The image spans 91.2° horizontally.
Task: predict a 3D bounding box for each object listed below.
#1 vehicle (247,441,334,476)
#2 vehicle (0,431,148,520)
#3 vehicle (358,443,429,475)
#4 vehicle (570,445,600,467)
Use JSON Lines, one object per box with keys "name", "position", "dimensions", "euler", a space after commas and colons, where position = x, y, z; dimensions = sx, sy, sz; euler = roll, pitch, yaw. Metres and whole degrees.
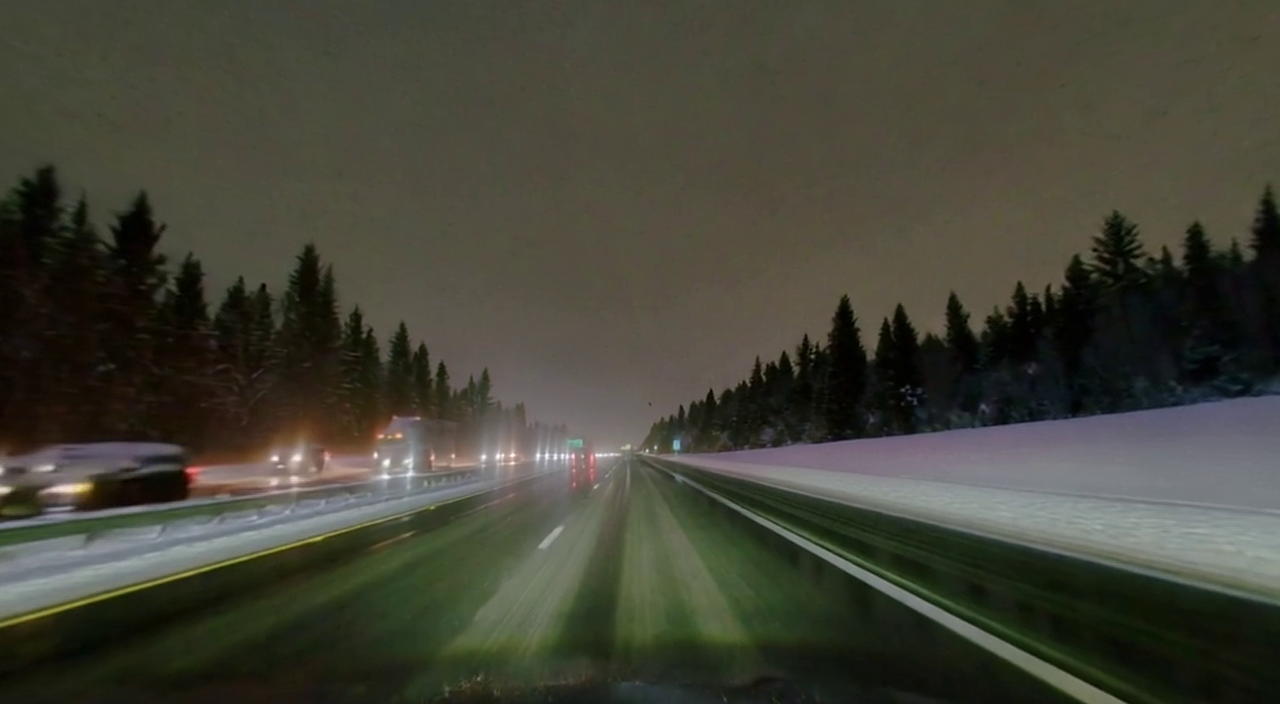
{"name": "vehicle", "position": [-17.373, 5.307, 31.424], "dimensions": [1.908, 1.563, 4.329], "euler": [0, -9, -1]}
{"name": "vehicle", "position": [-11.597, 2.218, 11.428], "dimensions": [1.887, 1.473, 4.124], "euler": [0, -9, 0]}
{"name": "vehicle", "position": [-12.522, 5.439, 32.112], "dimensions": [1.898, 1.498, 4.375], "euler": [0, -9, -1]}
{"name": "vehicle", "position": [-4.303, 8.219, 49.657], "dimensions": [2.098, 1.692, 4.038], "euler": [0, -9, 0]}
